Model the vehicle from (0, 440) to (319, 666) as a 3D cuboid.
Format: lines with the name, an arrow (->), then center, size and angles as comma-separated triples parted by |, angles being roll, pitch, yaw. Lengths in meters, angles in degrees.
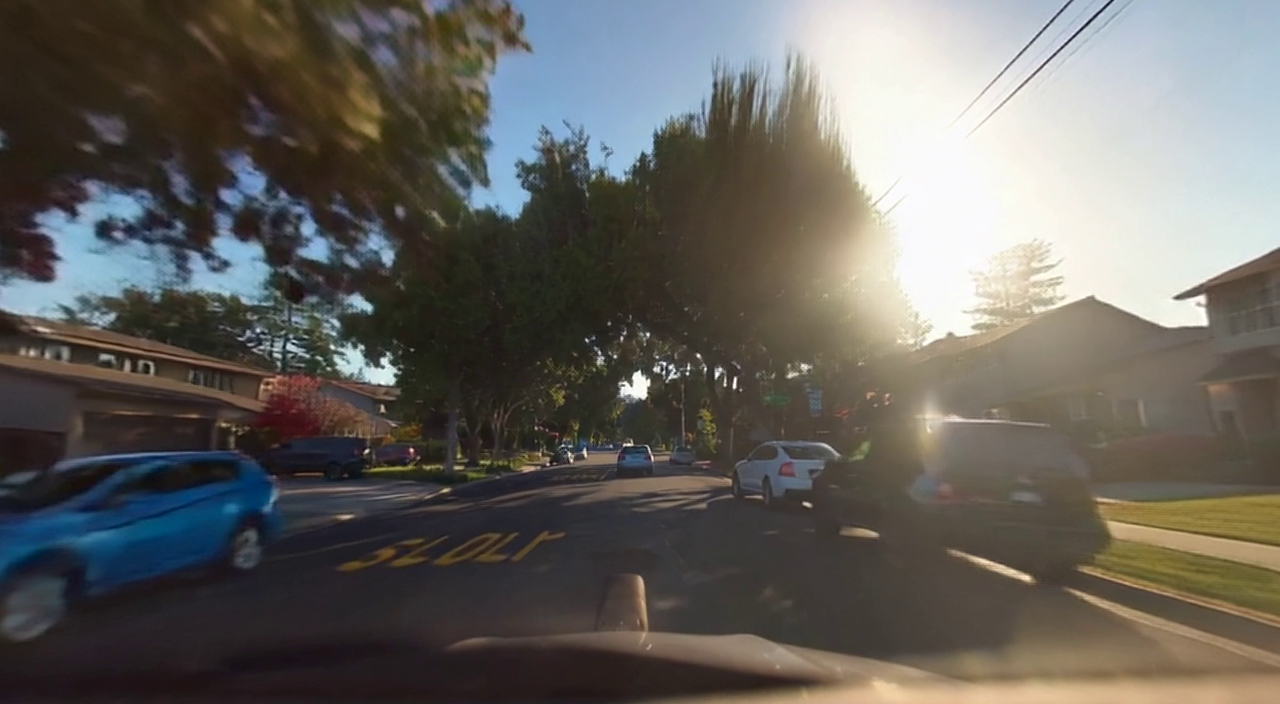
vehicle -> -5.257, 1.638, 6.023 | 1.984, 1.498, 4.508 | -3, -8, 1

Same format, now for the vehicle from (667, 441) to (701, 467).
vehicle -> 3.005, 7.041, 43.826 | 1.978, 1.690, 4.306 | 0, -8, -1

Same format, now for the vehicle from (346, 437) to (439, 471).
vehicle -> -13.524, 5.577, 34.716 | 4.253, 1.772, 1.980 | 1, -9, -3

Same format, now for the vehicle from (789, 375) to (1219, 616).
vehicle -> 3.576, 1.539, 7.711 | 2.221, 1.960, 4.927 | 0, -8, -1

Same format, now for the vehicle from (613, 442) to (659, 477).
vehicle -> -0.193, 4.899, 29.081 | 2.000, 1.449, 4.006 | 0, -8, -1
